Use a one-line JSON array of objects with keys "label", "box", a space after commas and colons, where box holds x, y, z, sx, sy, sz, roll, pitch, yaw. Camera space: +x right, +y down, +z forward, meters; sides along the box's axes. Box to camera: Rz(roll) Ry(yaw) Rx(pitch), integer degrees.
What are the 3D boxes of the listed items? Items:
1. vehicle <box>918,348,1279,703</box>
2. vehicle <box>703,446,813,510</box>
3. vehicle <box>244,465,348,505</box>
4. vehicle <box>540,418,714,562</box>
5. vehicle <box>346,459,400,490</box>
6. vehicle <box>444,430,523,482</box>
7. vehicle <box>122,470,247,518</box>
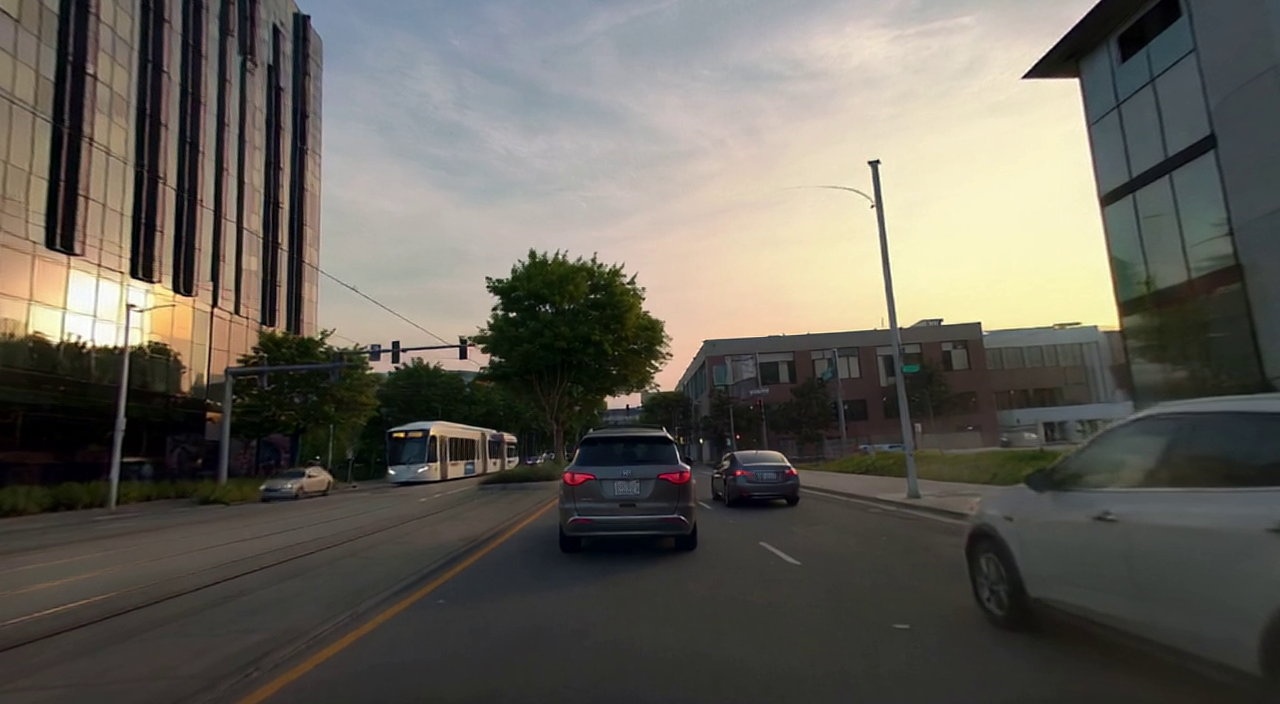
[{"label": "vehicle", "box": [3.538, 0.968, 3.281, 2.029, 1.717, 4.624, 0, -9, 0]}, {"label": "vehicle", "box": [2.990, 3.296, 17.057, 1.993, 1.480, 4.324, 0, -9, -2]}, {"label": "vehicle", "box": [-15.153, 5.858, 28.190, 2.077, 1.458, 4.718, 0, -9, -1]}, {"label": "vehicle", "box": [-0.245, 2.051, 10.140, 2.178, 1.779, 4.255, 0, -9, -2]}, {"label": "vehicle", "box": [-19.189, 8.794, 45.653, 1.933, 1.919, 4.913, 0, -9, -3]}, {"label": "vehicle", "box": [-11.107, 7.507, 46.183, 3.053, 3.359, 10.539, 0, -9, 0]}, {"label": "vehicle", "box": [-19.249, 5.986, 27.036, 2.066, 1.700, 4.536, 0, -9, -2]}]
